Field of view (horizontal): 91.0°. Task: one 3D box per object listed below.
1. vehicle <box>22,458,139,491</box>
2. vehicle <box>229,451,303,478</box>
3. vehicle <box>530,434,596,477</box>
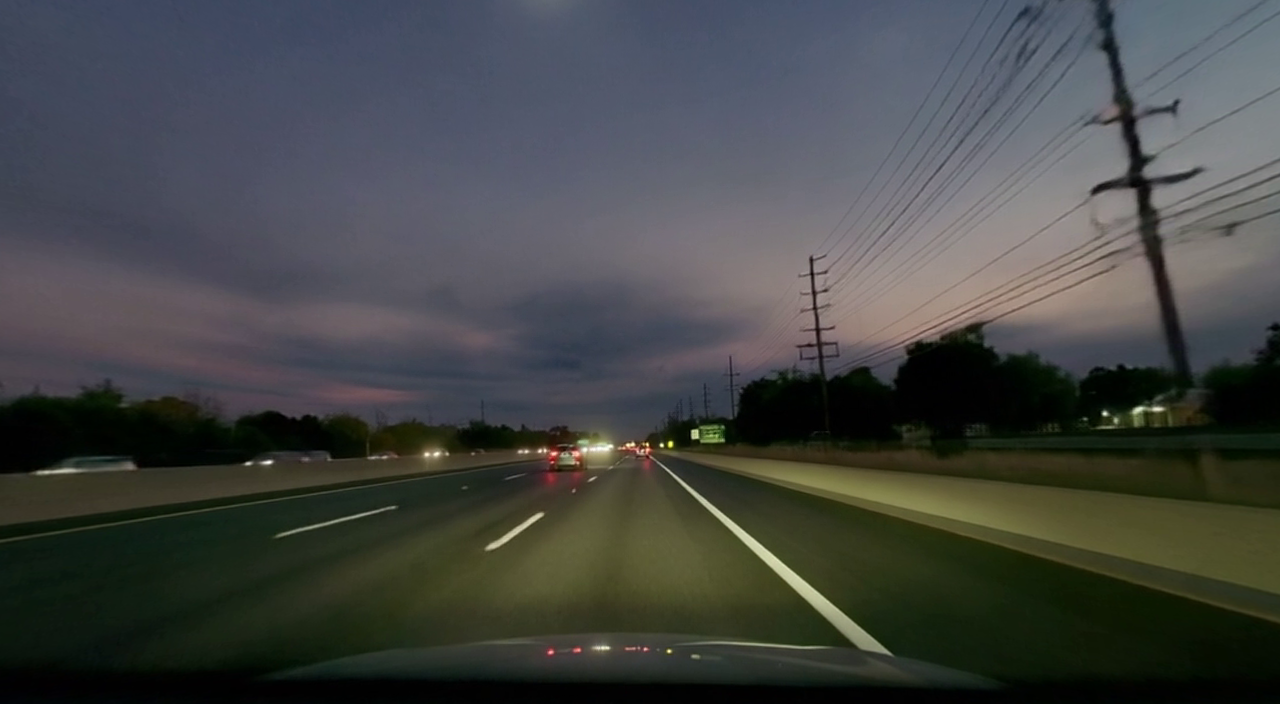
[{"bbox_3d":[-28.420,6.201,32.202,1.855,1.513,4.418,0,-9,1],"label":"vehicle"},{"bbox_3d":[-24.862,7.484,42.051,2.004,1.630,4.643,0,-9,1],"label":"vehicle"},{"bbox_3d":[-3.732,5.177,31.645,2.577,1.939,5.408,0,-9,1],"label":"vehicle"}]
